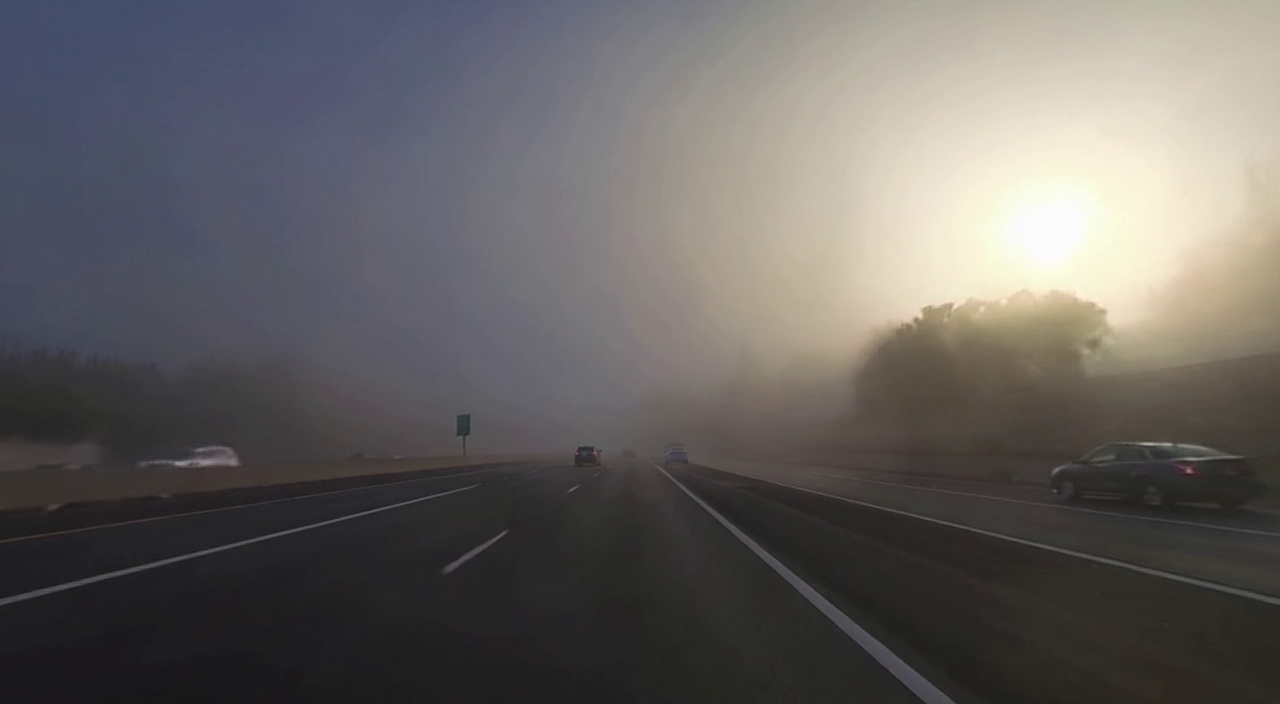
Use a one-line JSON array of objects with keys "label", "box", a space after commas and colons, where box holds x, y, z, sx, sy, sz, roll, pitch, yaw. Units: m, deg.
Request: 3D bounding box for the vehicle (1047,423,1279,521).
[{"label": "vehicle", "box": [12.103, 2.597, 14.225, 2.344, 1.783, 5.196, 0, -9, -1]}]

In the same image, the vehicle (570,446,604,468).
[{"label": "vehicle", "box": [-3.782, 7.524, 45.405, 2.052, 1.510, 4.301, 0, -9, 0]}]

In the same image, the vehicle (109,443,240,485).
[{"label": "vehicle", "box": [-19.829, 4.763, 27.245, 1.902, 1.599, 4.863, 0, -9, 0]}]
